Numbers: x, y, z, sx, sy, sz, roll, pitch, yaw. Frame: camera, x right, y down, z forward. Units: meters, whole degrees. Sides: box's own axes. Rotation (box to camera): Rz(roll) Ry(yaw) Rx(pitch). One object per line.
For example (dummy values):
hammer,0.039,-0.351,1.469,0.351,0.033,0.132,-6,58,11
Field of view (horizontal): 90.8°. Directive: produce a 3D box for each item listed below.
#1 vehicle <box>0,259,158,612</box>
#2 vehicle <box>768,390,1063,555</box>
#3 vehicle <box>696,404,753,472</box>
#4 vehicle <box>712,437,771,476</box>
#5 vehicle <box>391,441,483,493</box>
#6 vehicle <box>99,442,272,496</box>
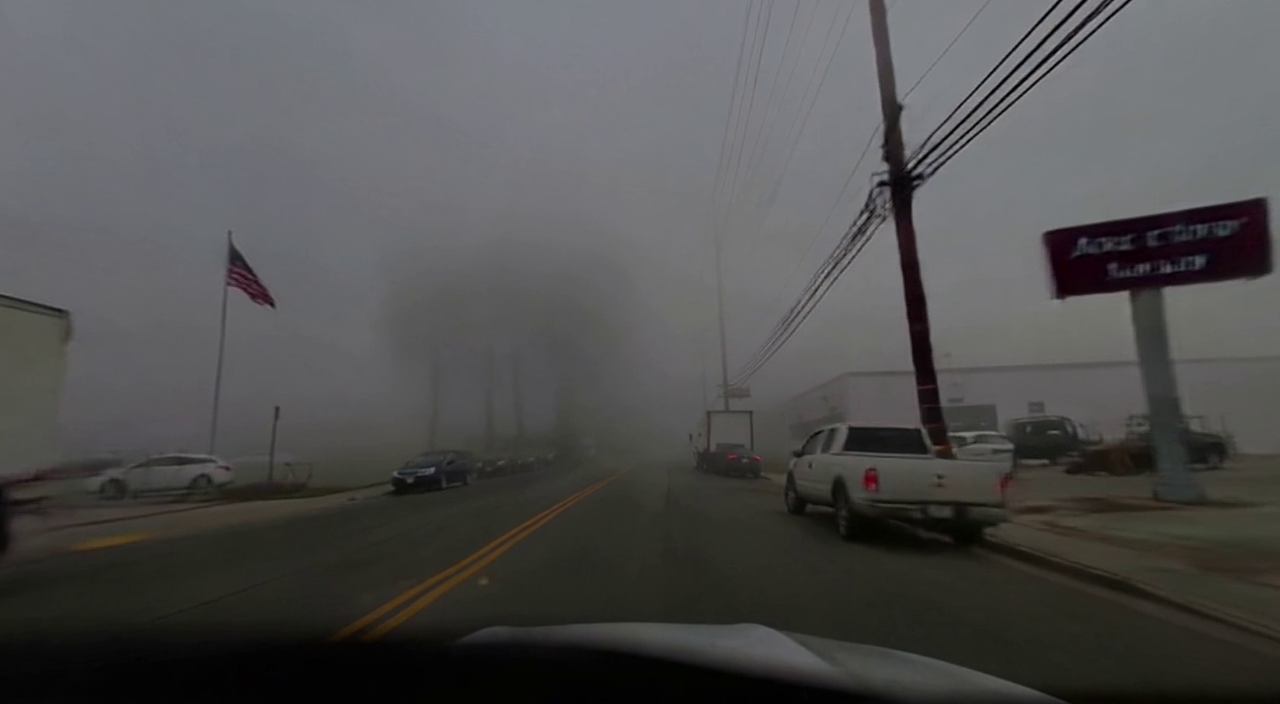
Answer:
vehicle,-7.853,0.505,4.113,2.941,3.418,7.738,-1,-9,3
vehicle,3.955,1.916,10.787,2.400,1.985,6.155,0,-9,2
vehicle,5.088,5.478,39.852,2.933,3.697,10.065,-1,-9,4
vehicle,4.930,5.162,31.481,2.141,1.739,5.130,0,-9,1
vehicle,-7.426,4.215,23.554,1.936,1.632,4.145,-3,-8,2
vehicle,-15.391,3.971,21.836,1.935,1.550,4.951,-3,-9,7
